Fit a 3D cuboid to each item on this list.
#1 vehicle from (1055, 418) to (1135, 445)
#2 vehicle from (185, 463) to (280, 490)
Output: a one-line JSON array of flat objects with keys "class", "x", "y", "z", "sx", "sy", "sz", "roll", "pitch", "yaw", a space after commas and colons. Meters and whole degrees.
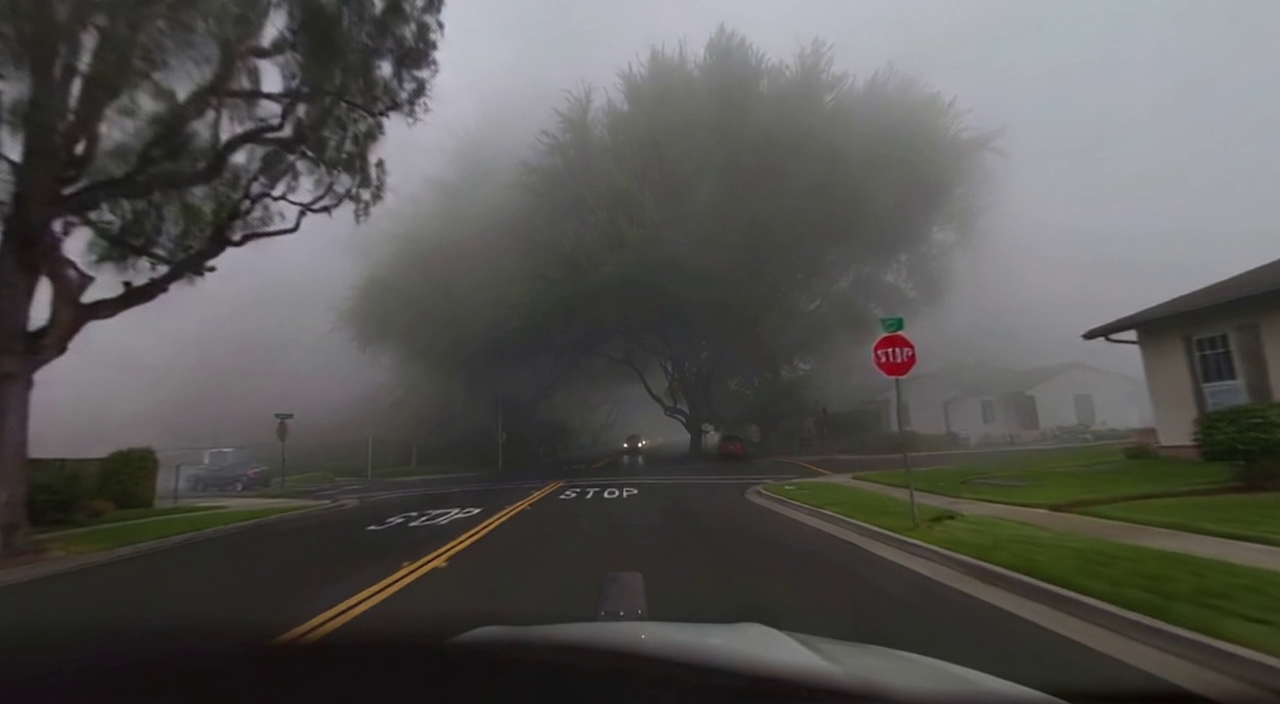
[{"class": "vehicle", "x": 29.207, "y": 5.155, "z": 40.753, "sx": 1.846, "sy": 1.452, "sz": 4.499, "roll": -1, "pitch": -11, "yaw": 1}, {"class": "vehicle", "x": -24.329, "y": 7.432, "z": 37.832, "sx": 4.380, "sy": 1.462, "sz": 1.864, "roll": 0, "pitch": -9, "yaw": -1}]
